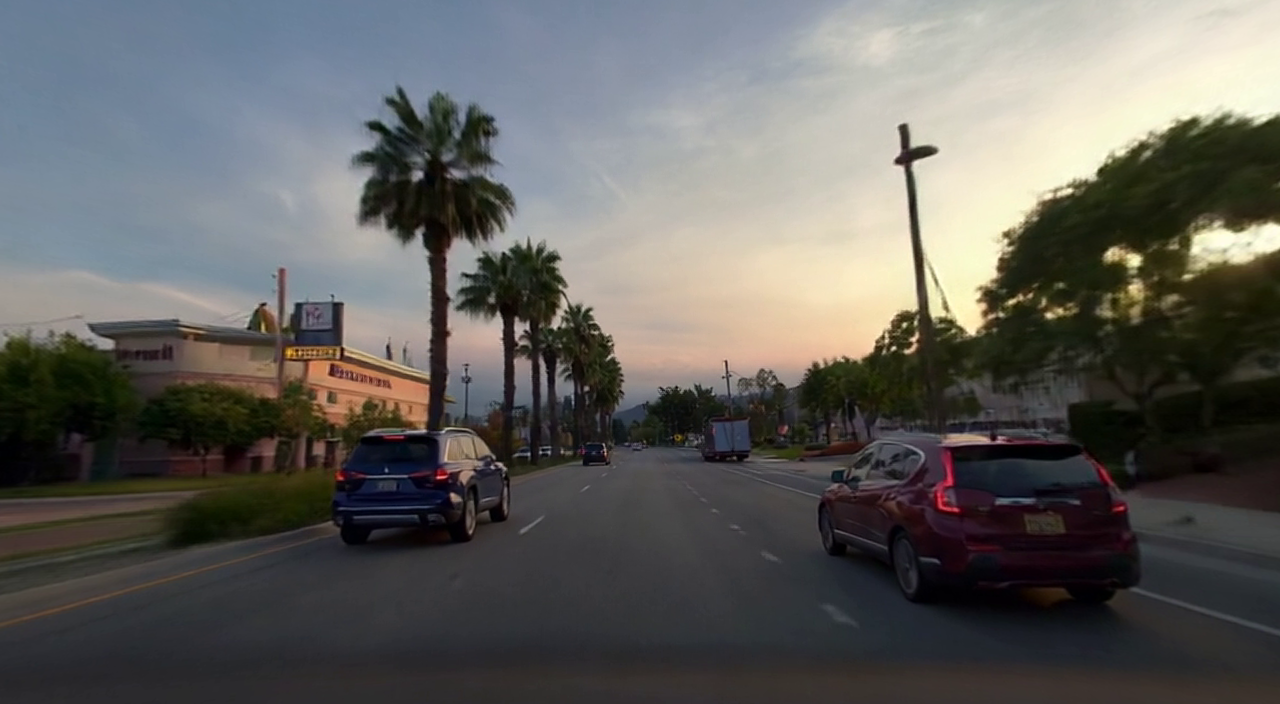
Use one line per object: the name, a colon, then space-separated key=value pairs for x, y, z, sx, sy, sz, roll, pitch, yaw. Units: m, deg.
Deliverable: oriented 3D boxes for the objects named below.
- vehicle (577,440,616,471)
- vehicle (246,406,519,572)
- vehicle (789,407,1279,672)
vehicle: x=-2.589 y=6.322 z=38.673 sx=1.998 sy=1.743 sz=4.402 roll=0 pitch=-8 yaw=1
vehicle: x=-3.250 y=1.825 z=9.164 sx=2.058 sy=1.804 sz=4.391 roll=0 pitch=-8 yaw=1
vehicle: x=2.861 y=1.392 z=5.784 sx=1.946 sy=1.513 sz=4.133 roll=0 pitch=-8 yaw=0
